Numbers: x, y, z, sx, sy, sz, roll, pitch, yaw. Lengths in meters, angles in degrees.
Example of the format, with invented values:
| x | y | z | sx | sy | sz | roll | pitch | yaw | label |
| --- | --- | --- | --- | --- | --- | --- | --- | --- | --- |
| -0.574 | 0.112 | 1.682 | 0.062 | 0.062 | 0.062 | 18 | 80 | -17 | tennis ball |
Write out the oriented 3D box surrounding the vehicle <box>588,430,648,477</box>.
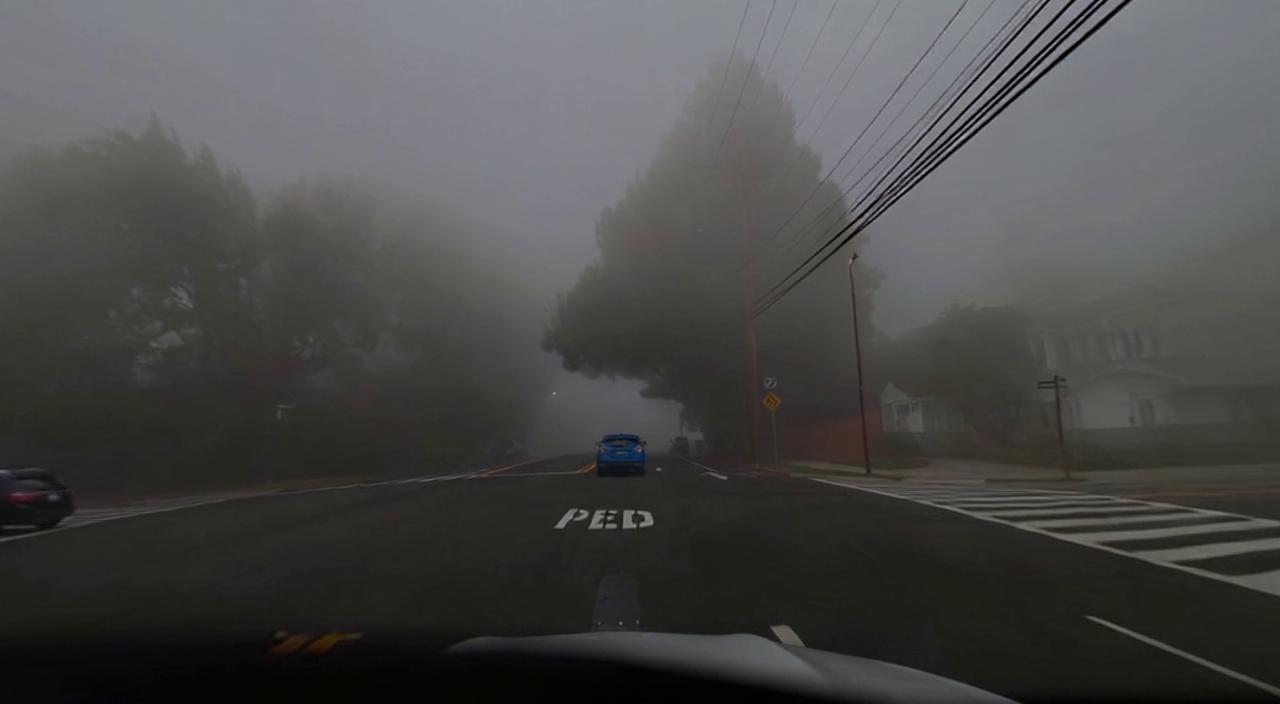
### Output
| x | y | z | sx | sy | sz | roll | pitch | yaw | label |
| --- | --- | --- | --- | --- | --- | --- | --- | --- | --- |
| -0.689 | 3.446 | 21.596 | 1.877 | 1.448 | 3.830 | 0 | -8 | 0 | vehicle |

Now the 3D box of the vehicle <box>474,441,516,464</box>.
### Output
| x | y | z | sx | sy | sz | roll | pitch | yaw | label |
| --- | --- | --- | --- | --- | --- | --- | --- | --- | --- |
| -9.924 | 6.903 | 43.527 | 1.934 | 1.506 | 4.032 | 0 | -8 | -1 | vehicle |
